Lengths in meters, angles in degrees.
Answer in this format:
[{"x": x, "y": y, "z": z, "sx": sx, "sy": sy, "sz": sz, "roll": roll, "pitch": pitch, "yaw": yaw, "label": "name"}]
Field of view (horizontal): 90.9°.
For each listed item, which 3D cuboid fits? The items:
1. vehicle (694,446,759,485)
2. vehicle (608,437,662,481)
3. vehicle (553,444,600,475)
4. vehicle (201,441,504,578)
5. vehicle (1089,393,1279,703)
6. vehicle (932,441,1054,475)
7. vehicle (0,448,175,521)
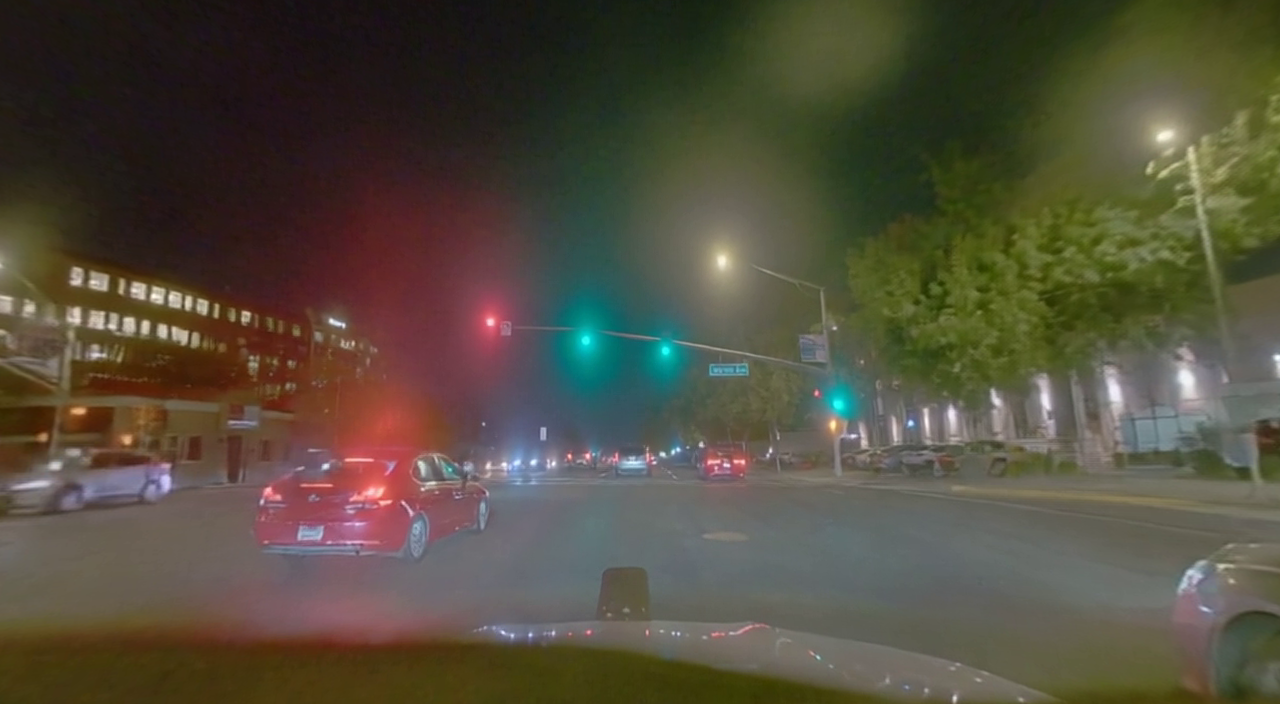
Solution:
[{"x": 3.513, "y": 4.668, "z": 26.325, "sx": 2.058, "sy": 1.472, "sz": 4.317, "roll": 0, "pitch": -9, "yaw": -1, "label": "vehicle"}, {"x": -0.195, "y": 5.021, "z": 29.848, "sx": 2.361, "sy": 1.898, "sz": 4.465, "roll": 0, "pitch": -9, "yaw": 0, "label": "vehicle"}, {"x": -3.494, "y": 6.011, "z": 35.401, "sx": 2.130, "sy": 1.645, "sz": 3.995, "roll": 0, "pitch": -9, "yaw": 1, "label": "vehicle"}, {"x": -3.372, "y": 1.904, "z": 8.435, "sx": 2.115, "sy": 1.369, "sz": 3.908, "roll": 0, "pitch": -9, "yaw": 2, "label": "vehicle"}, {"x": 3.265, "y": 0.681, "z": 0.850, "sx": 2.052, "sy": 1.475, "sz": 4.540, "roll": 0, "pitch": -9, "yaw": 2, "label": "vehicle"}, {"x": 16.141, "y": 4.874, "z": 29.024, "sx": 4.407, "sy": 1.492, "sz": 1.930, "roll": 0, "pitch": -9, "yaw": 2, "label": "vehicle"}, {"x": -16.439, "y": 3.712, "z": 18.351, "sx": 2.134, "sy": 1.822, "sz": 4.707, "roll": 0, "pitch": -9, "yaw": 0, "label": "vehicle"}]
